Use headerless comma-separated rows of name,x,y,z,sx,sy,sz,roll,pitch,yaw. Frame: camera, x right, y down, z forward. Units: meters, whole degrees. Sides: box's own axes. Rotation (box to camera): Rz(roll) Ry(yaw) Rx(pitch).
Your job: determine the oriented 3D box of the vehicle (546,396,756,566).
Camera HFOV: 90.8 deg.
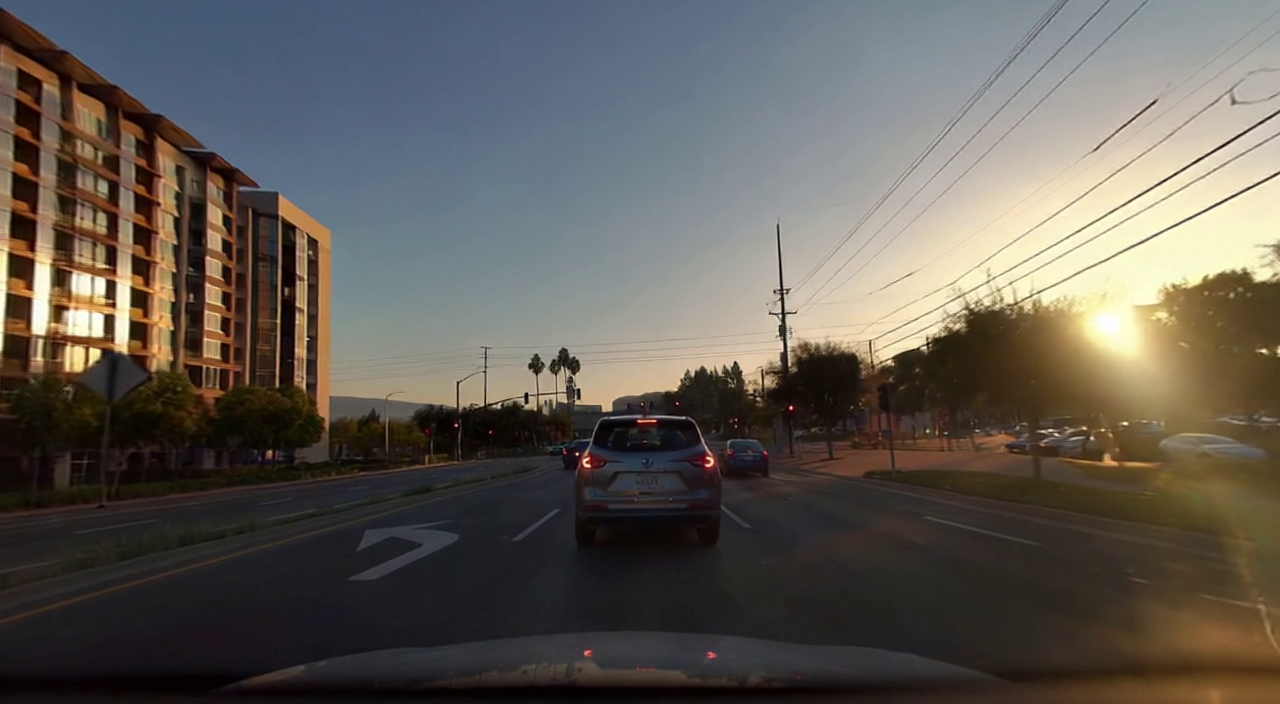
vehicle,0.111,1.680,8.875,2.189,1.776,4.342,0,-9,0
